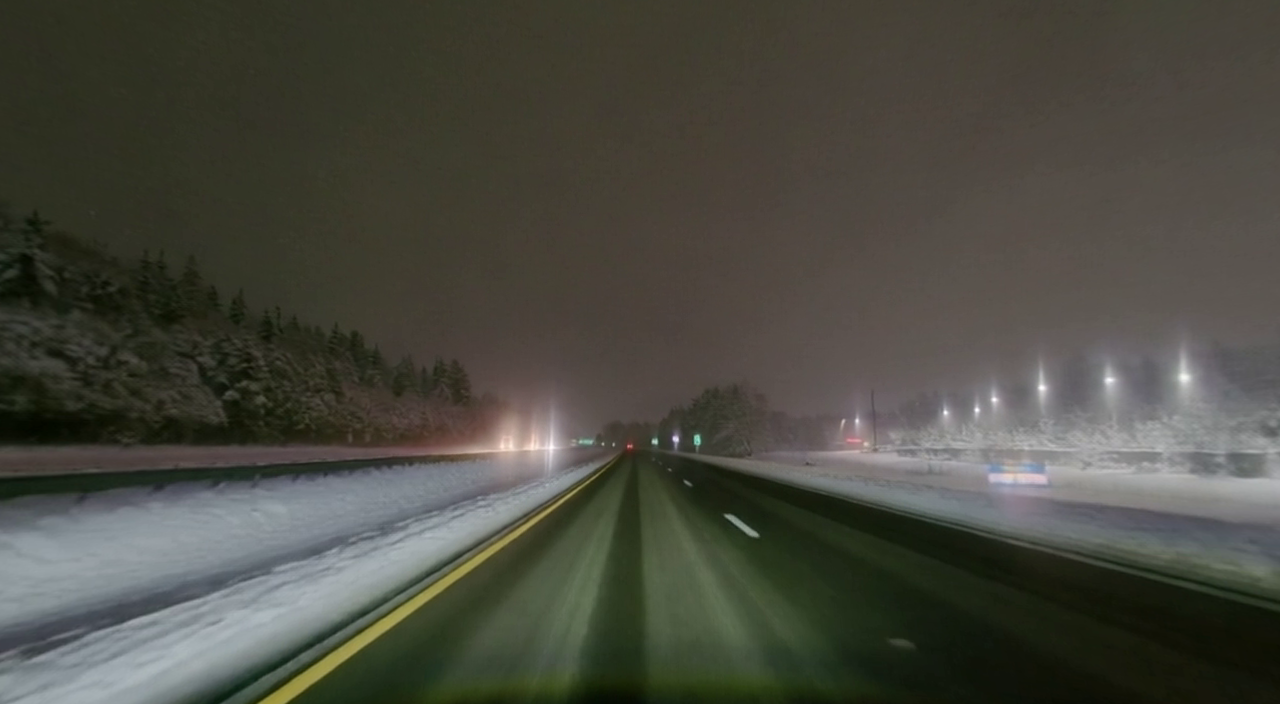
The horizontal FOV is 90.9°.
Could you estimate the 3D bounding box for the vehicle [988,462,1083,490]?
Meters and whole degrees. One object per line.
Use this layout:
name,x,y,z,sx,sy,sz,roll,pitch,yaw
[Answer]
vehicle,28.902,9.051,46.398,5.647,1.831,2.255,-5,-10,28

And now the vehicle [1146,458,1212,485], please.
vehicle,42.571,9.359,49.753,5.779,1.930,2.211,5,-10,-32
